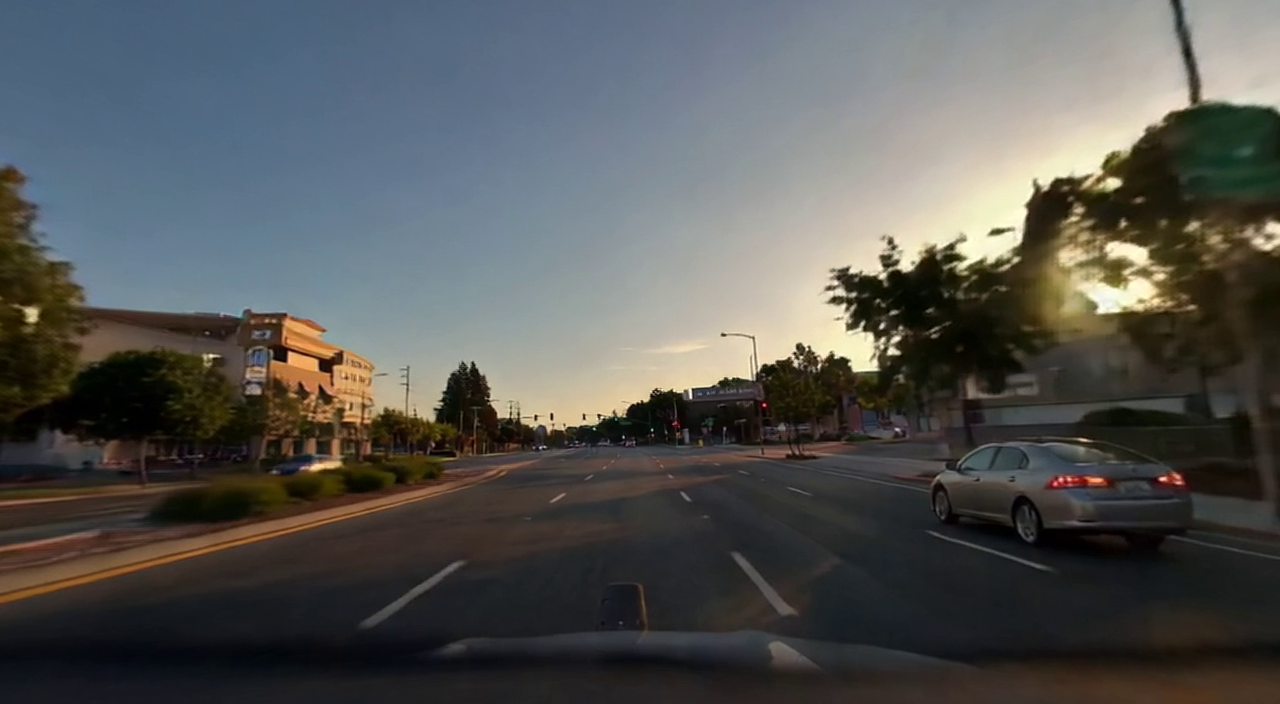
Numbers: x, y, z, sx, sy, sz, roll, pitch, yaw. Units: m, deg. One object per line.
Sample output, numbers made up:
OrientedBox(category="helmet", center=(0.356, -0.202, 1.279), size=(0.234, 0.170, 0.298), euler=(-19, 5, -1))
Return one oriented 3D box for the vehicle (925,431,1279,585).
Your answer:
OrientedBox(category="vehicle", center=(5.944, 1.870, 8.513), size=(2.070, 1.491, 4.575), euler=(0, -9, 0))
